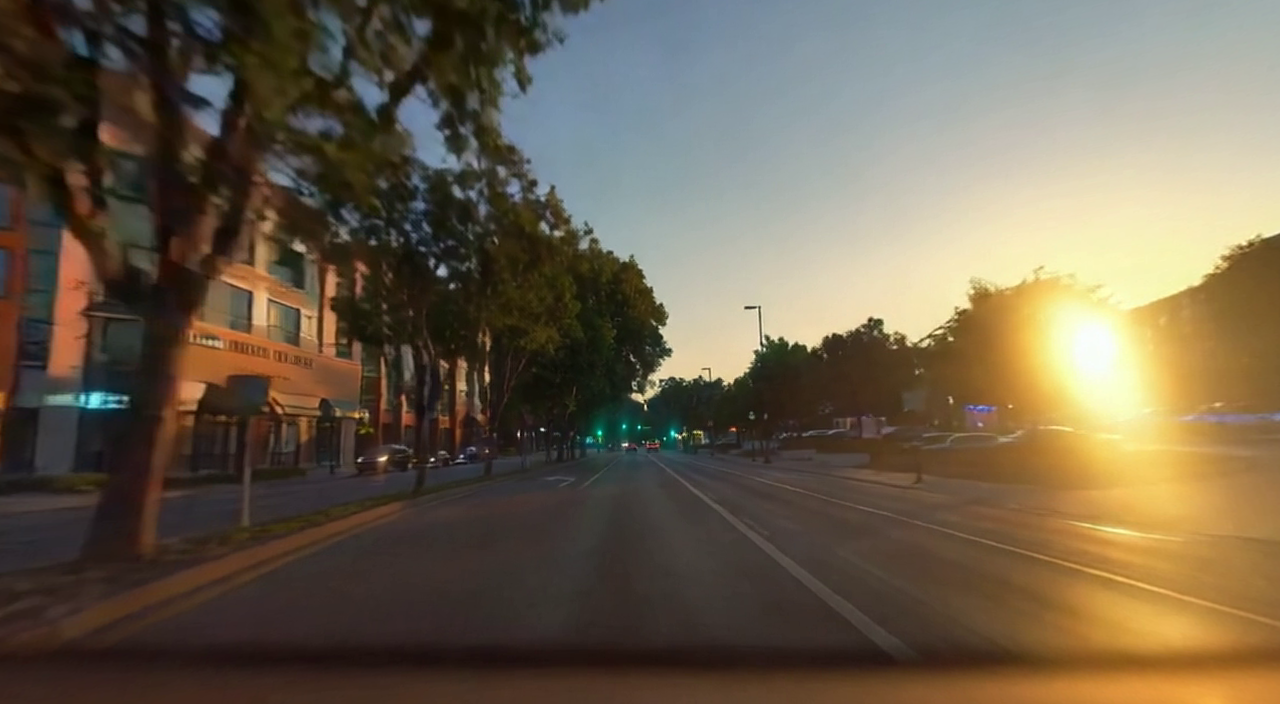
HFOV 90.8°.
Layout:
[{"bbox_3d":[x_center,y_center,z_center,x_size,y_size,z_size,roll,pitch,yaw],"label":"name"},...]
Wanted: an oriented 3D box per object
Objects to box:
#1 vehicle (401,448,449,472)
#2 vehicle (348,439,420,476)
[{"bbox_3d":[-15.681,7.847,46.288,1.892,1.624,4.645,0,-8,0],"label":"vehicle"},{"bbox_3d":[-15.736,6.533,39.218,2.246,2.081,5.416,-1,-9,-1],"label":"vehicle"}]
